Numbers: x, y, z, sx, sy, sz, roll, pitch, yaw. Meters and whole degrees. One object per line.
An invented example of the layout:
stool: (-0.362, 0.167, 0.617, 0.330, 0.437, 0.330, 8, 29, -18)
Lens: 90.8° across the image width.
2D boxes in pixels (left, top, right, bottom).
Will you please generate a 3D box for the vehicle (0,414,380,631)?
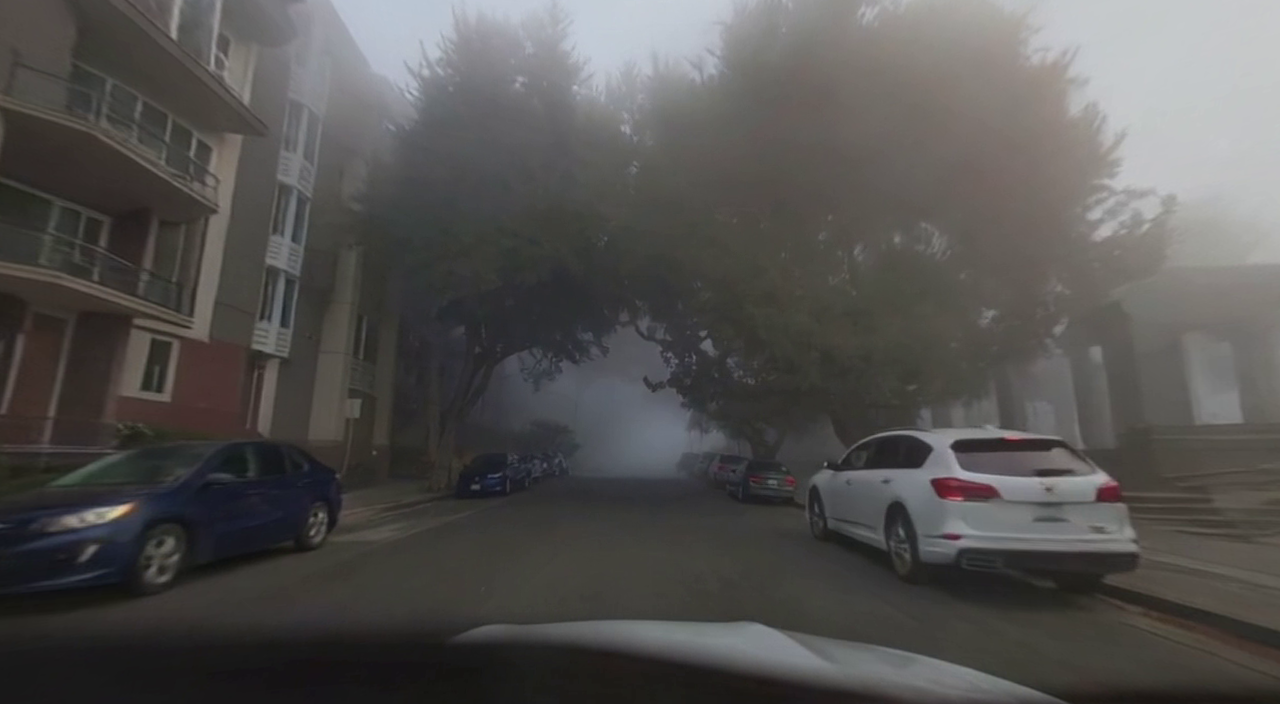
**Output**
vehicle: (-5.613, 1.818, 7.980, 2.122, 1.722, 5.662, -1, -9, 1)

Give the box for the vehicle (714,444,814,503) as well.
vehicle: (3.969, 3.985, 21.299, 2.187, 1.699, 5.038, 0, -8, -2)

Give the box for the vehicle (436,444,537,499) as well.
vehicle: (-5.432, 4.283, 23.214, 2.222, 1.735, 5.215, -1, -8, 2)

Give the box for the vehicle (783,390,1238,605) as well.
vehicle: (3.999, 1.862, 8.725, 2.473, 1.895, 6.050, 0, -11, -1)
